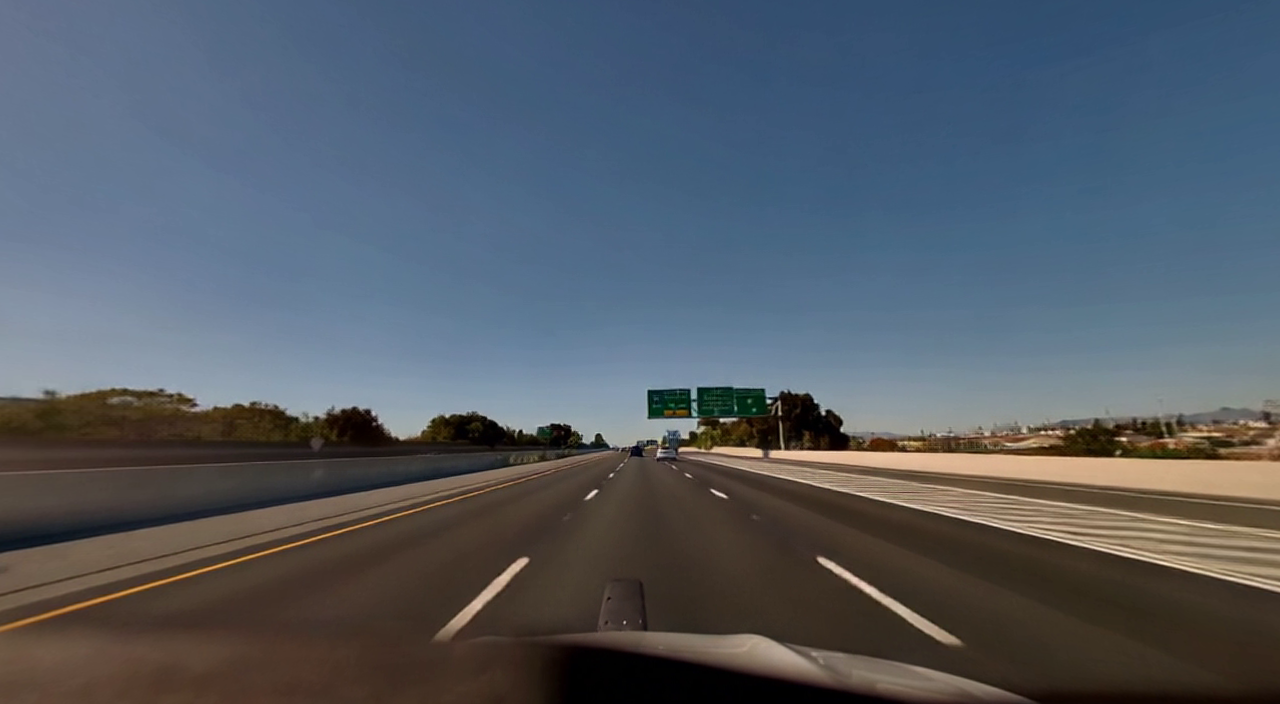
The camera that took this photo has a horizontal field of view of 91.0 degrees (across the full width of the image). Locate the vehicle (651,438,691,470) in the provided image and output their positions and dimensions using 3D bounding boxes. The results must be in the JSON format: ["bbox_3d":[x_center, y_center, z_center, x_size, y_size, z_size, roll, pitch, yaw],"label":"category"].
[{"bbox_3d":[1.619,5.548,34.466,2.050,1.654,4.192,0,-8,1],"label":"vehicle"}]
